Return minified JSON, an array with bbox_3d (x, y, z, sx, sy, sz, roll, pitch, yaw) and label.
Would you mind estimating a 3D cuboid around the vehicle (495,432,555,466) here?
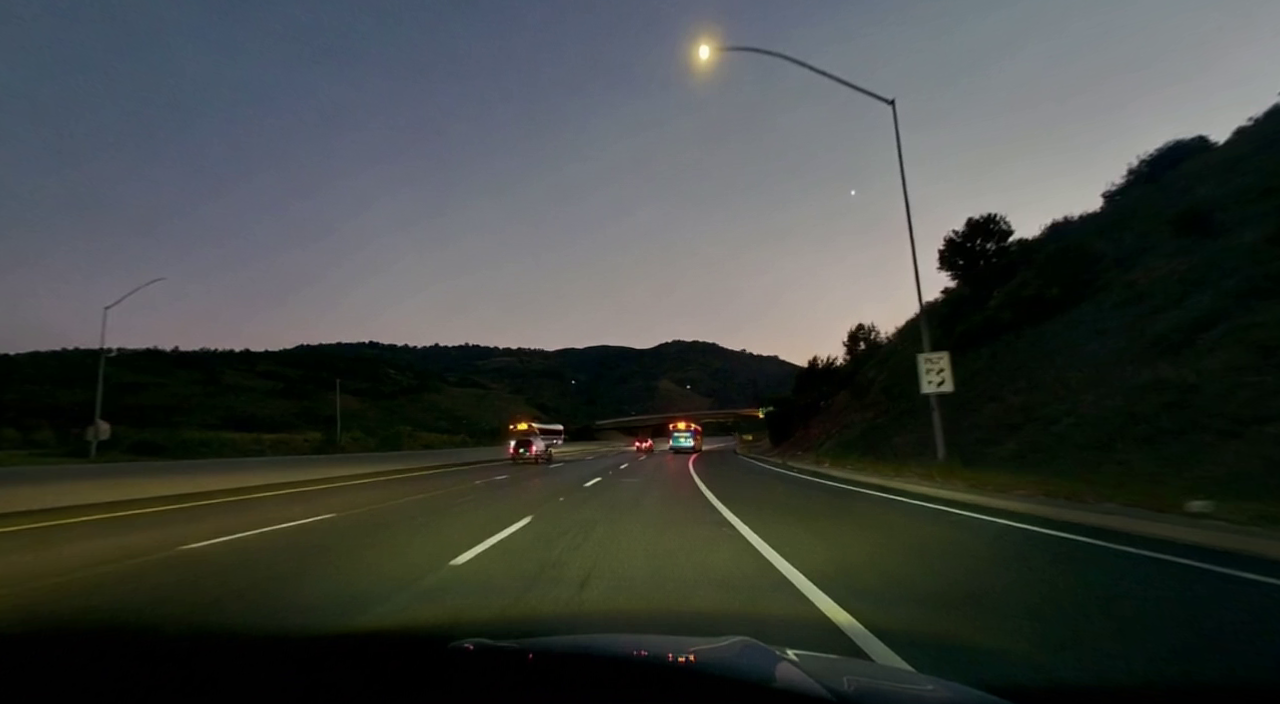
[{"bbox_3d":[-6.192,5.293,34.548,2.106,1.704,4.637,-1,-8,5],"label":"vehicle"}]
